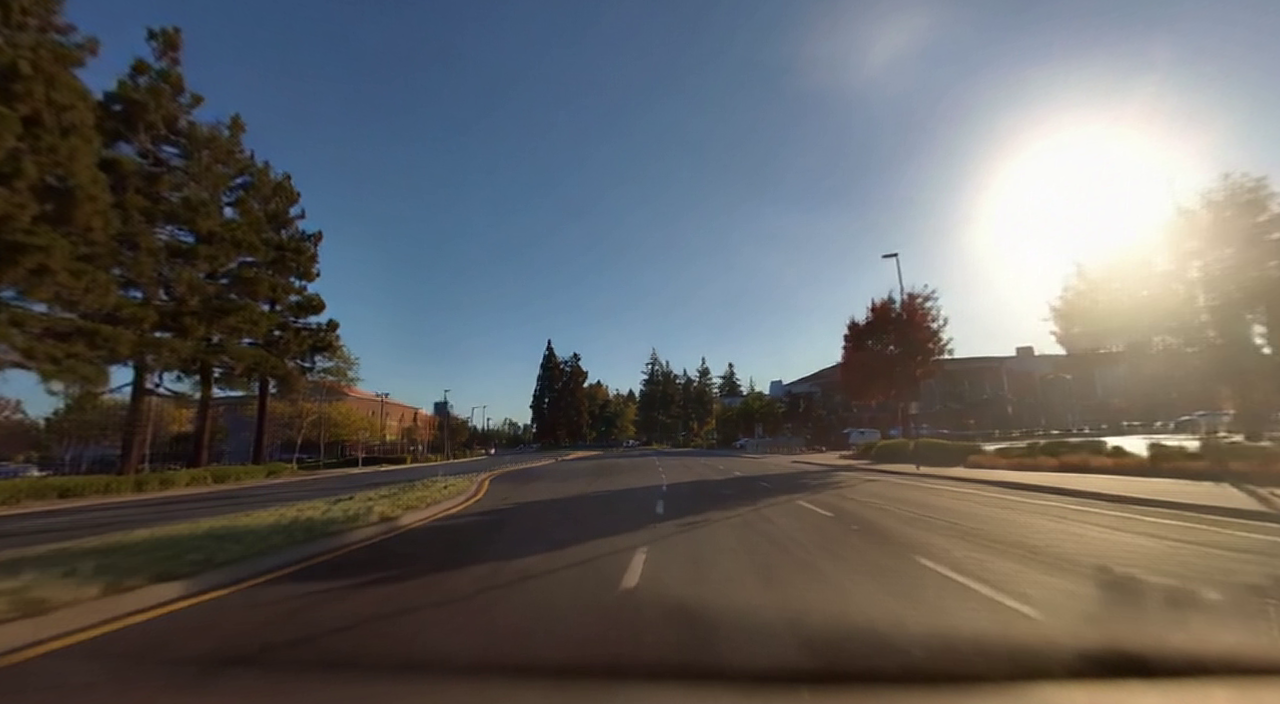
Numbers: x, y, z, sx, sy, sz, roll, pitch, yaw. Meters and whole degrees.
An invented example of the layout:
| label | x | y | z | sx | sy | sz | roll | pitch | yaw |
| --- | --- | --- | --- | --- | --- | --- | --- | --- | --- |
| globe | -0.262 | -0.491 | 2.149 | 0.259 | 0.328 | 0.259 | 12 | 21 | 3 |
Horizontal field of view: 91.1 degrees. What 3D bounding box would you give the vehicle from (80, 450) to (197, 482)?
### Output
| label | x | y | z | sx | sy | sz | roll | pitch | yaw |
| --- | --- | --- | --- | --- | --- | --- | --- | --- | --- |
| vehicle | -33.271 | 7.546 | 41.950 | 2.510 | 1.873 | 5.815 | -1 | -9 | 8 |
